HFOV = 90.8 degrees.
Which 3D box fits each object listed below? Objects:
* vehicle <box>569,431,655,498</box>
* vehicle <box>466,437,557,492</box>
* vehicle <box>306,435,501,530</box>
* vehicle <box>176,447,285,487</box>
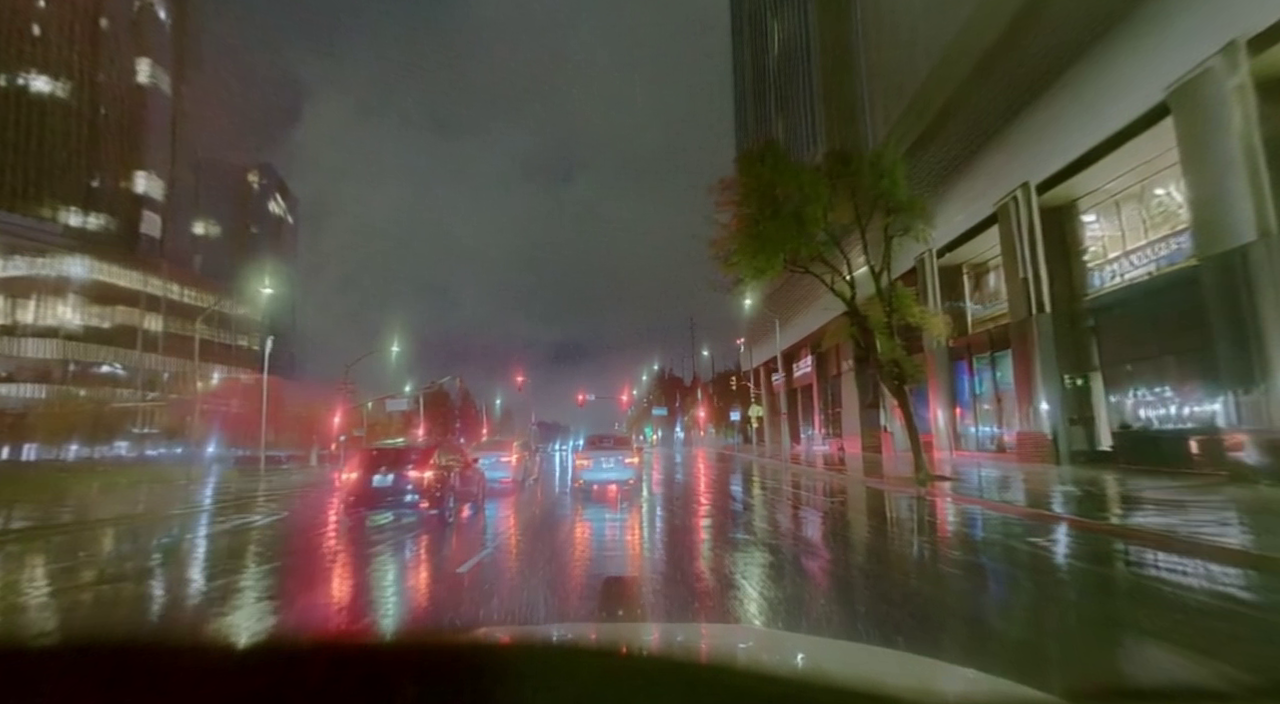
[{"bbox_3d":[-0.688,2.974,17.039,2.042,1.555,3.912,0,-9,0],"label":"vehicle"},{"bbox_3d":[-3.785,3.385,19.409,1.950,1.487,4.130,0,-9,0],"label":"vehicle"},{"bbox_3d":[-4.179,2.369,12.139,2.020,1.457,4.496,0,-9,0],"label":"vehicle"},{"bbox_3d":[-19.358,5.425,30.204,2.054,1.724,4.829,0,-9,-2],"label":"vehicle"}]
